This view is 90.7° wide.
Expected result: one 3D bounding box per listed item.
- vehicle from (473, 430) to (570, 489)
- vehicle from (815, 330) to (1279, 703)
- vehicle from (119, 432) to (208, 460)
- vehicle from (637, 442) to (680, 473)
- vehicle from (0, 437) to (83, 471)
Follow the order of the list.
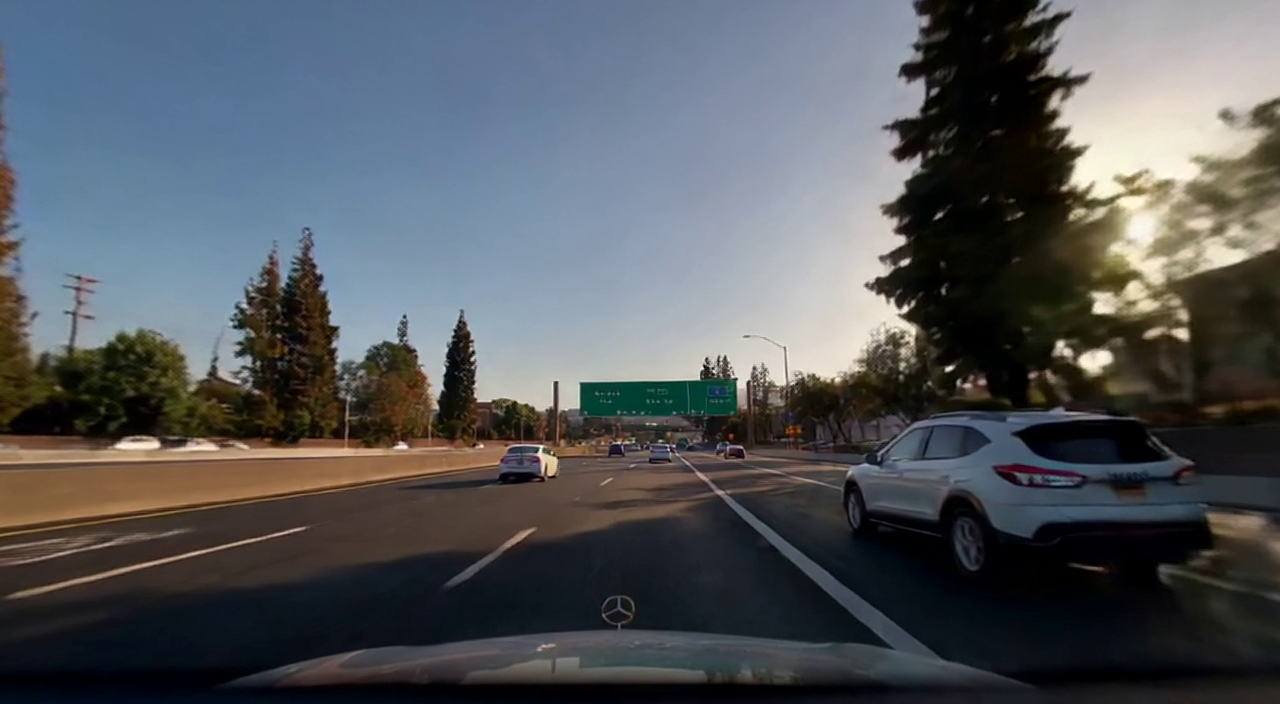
[{"bbox_3d":[-3.705,3.476,20.669,2.260,1.706,4.177,0,-9,2],"label":"vehicle"},{"bbox_3d":[3.461,1.194,5.310,2.463,1.851,5.122,0,-8,0],"label":"vehicle"},{"bbox_3d":[-29.207,5.801,39.001,1.944,1.634,4.512,0,-9,-1],"label":"vehicle"},{"bbox_3d":[0.973,5.518,33.328,2.146,1.485,4.332,0,-8,2],"label":"vehicle"},{"bbox_3d":[-26.612,4.413,27.543,1.534,1.386,3.430,0,-8,-1],"label":"vehicle"}]
